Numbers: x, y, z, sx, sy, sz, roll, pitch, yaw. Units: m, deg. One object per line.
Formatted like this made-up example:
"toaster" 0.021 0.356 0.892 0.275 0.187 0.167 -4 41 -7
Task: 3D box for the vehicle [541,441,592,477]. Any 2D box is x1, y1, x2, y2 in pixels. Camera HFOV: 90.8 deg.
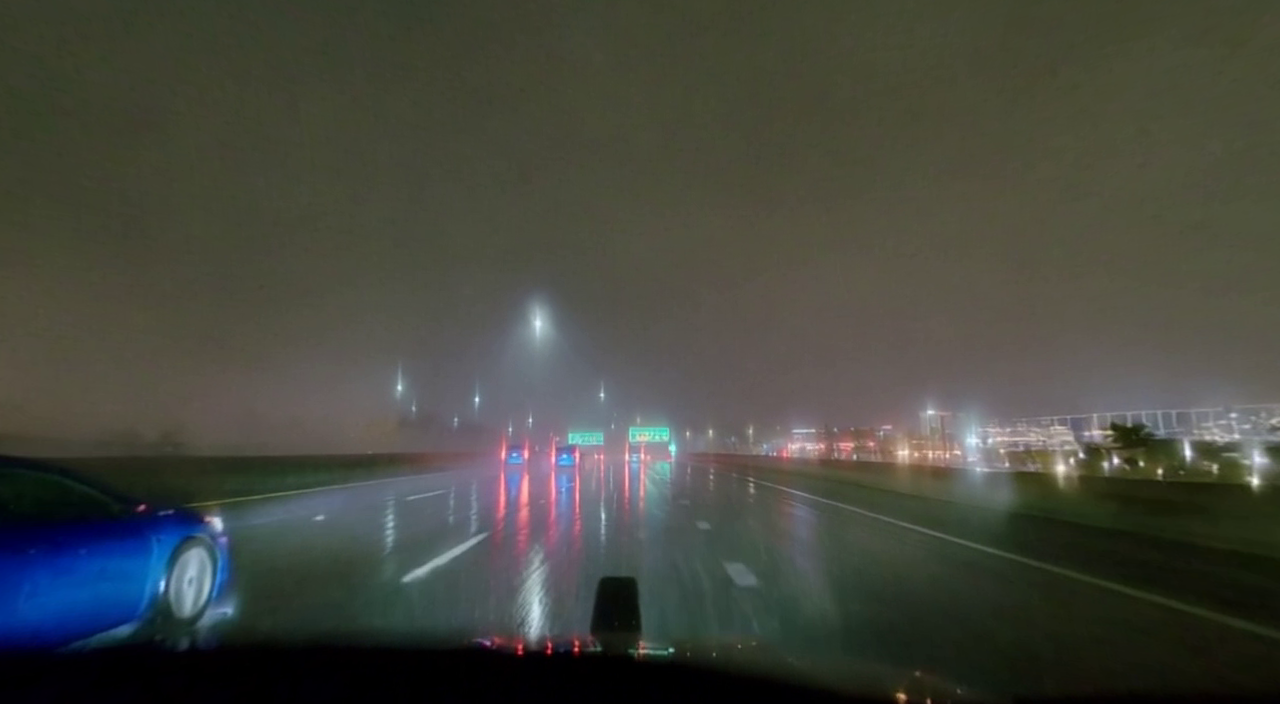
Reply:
"vehicle" -3.657 5.393 32.159 2.075 1.702 4.257 0 -9 0

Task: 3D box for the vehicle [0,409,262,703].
"vehicle" -3.966 0.959 2.527 2.114 1.480 4.473 0 -9 0

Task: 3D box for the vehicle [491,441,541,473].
"vehicle" -7.589 6.458 39.098 2.040 1.824 4.917 0 -9 0
